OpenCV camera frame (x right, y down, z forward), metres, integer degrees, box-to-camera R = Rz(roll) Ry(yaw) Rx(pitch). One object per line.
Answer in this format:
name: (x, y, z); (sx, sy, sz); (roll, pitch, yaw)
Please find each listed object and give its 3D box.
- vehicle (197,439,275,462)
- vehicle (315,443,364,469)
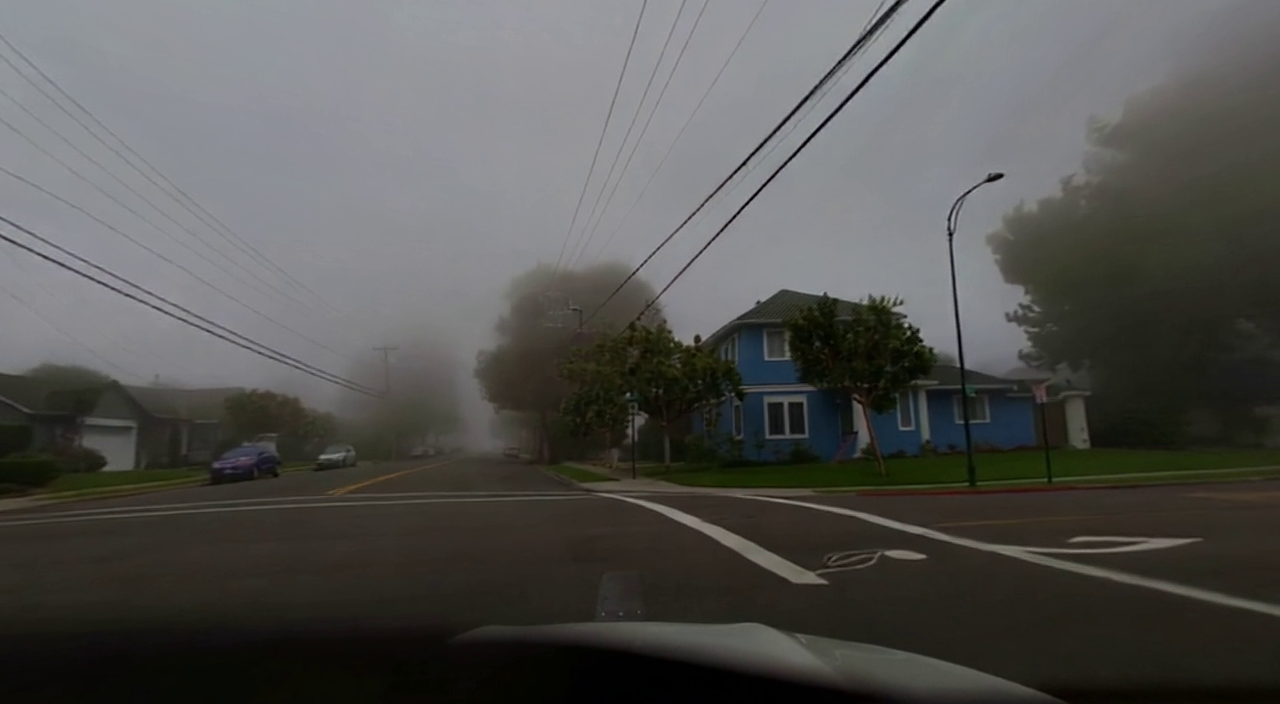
vehicle: (-29.361, 7.161, 46.045); (4.288, 1.656, 1.791); (2, -9, -12)
vehicle: (-19.491, 6.727, 41.174); (2.036, 1.546, 4.705); (2, -9, -16)
